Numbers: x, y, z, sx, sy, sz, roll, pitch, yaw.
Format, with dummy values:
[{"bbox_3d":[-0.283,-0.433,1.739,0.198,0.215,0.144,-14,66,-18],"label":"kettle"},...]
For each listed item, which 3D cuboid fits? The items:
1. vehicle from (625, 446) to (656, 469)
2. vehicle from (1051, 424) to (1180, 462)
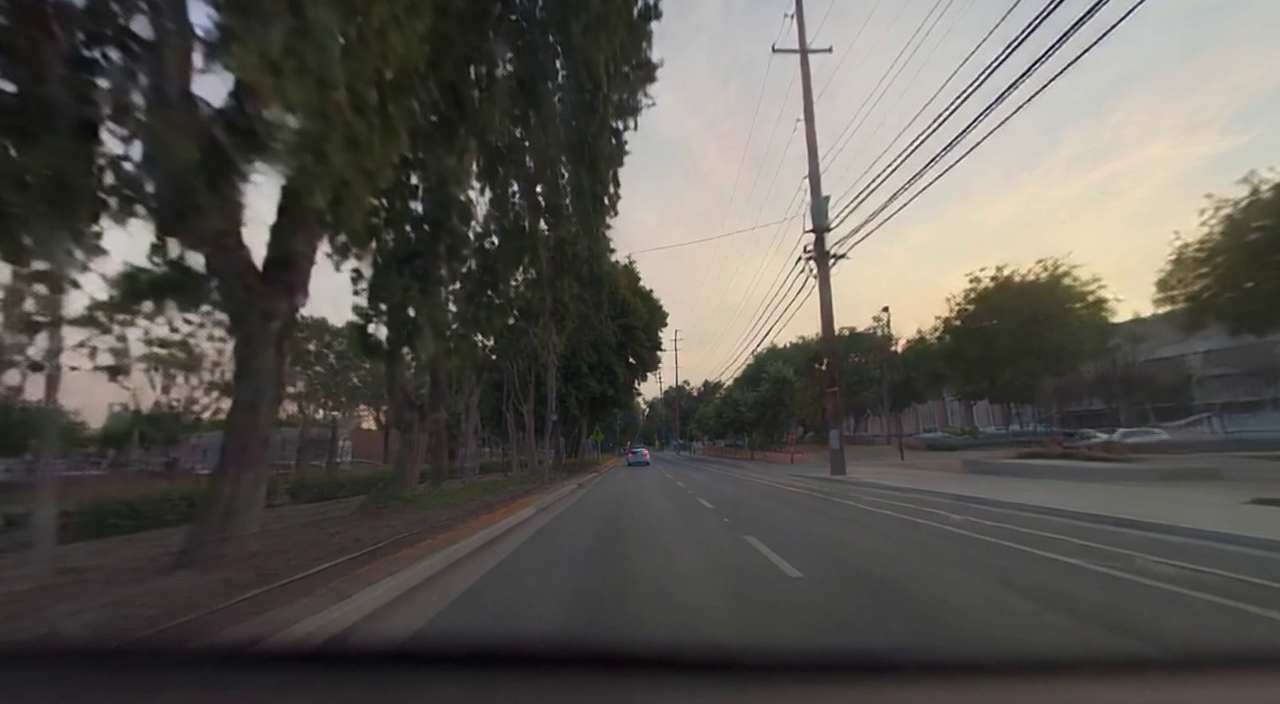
[{"bbox_3d":[0.007,7.783,46.775,2.109,1.501,4.042,-1,-8,-1],"label":"vehicle"},{"bbox_3d":[25.919,5.096,34.809,2.189,1.805,5.633,-1,-10,-7],"label":"vehicle"}]
